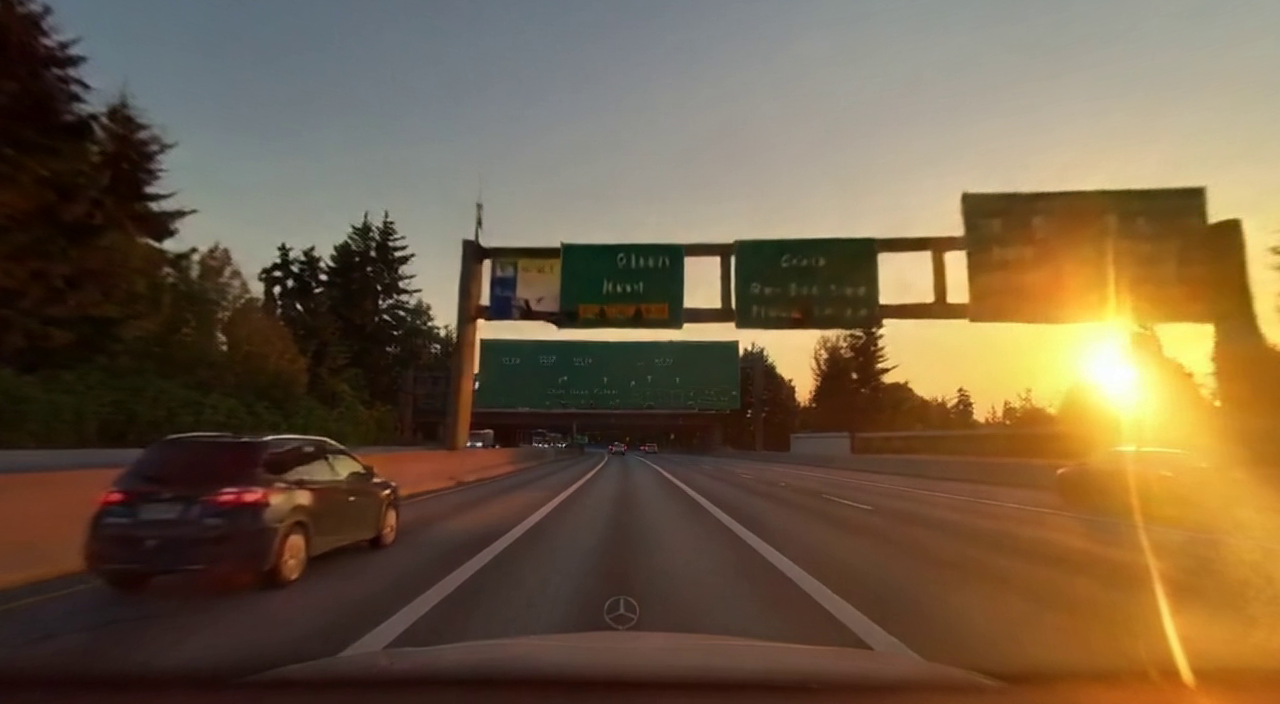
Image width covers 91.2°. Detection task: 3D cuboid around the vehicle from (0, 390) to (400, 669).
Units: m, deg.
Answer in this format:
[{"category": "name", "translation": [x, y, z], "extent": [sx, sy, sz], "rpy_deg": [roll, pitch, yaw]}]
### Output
[{"category": "vehicle", "translation": [-3.966, 1.337, 5.663], "extent": [2.071, 1.615, 3.868], "rpy_deg": [0, -9, 0]}]

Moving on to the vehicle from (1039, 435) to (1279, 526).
[{"category": "vehicle", "translation": [9.995, 2.401, 12.211], "extent": [1.853, 1.463, 3.780], "rpy_deg": [0, -9, -1]}]
